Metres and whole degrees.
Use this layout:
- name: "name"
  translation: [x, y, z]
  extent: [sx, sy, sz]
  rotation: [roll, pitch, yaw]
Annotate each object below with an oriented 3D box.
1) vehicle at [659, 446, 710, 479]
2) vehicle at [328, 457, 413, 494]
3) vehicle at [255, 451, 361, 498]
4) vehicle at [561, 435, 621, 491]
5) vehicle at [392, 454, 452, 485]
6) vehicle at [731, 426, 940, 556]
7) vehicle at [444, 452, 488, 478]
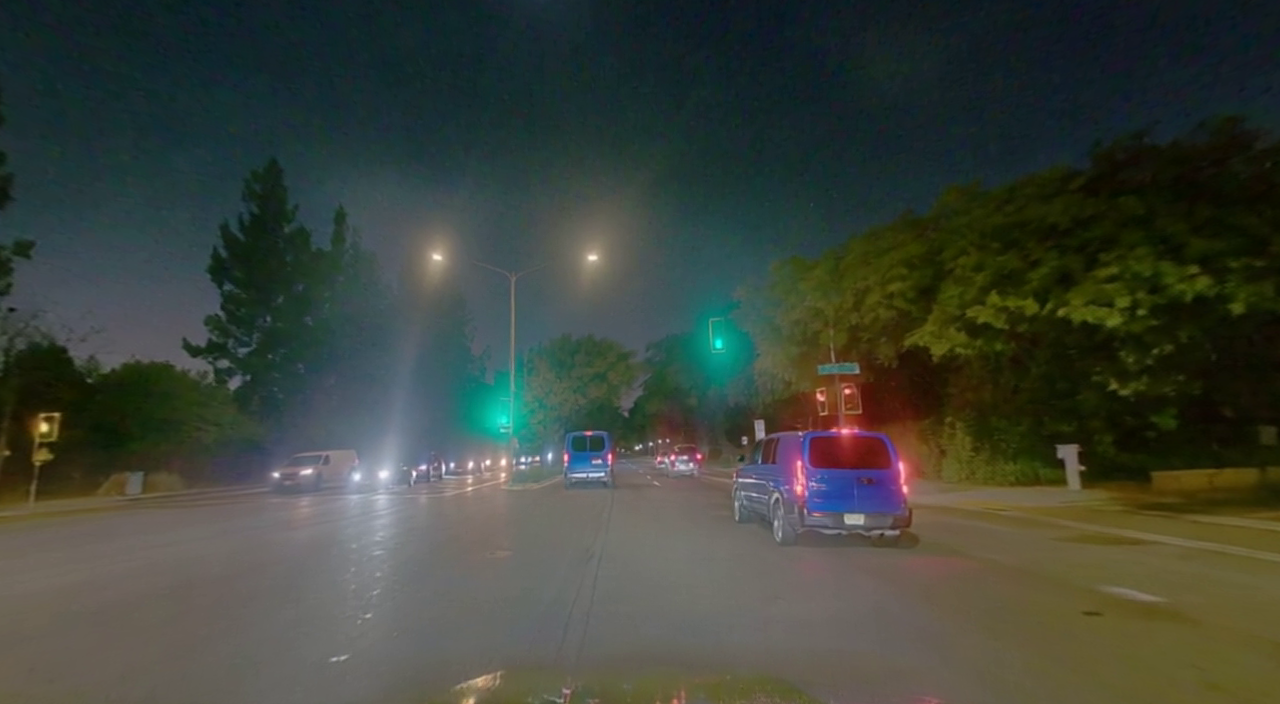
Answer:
- name: "vehicle"
  translation: [2.332, 5.935, 34.268]
  extent: [2.248, 1.692, 4.252]
  rotation: [0, -9, -3]
- name: "vehicle"
  translation: [-12.206, 5.598, 28.986]
  extent: [2.128, 1.496, 4.432]
  rotation: [0, -9, -3]
- name: "vehicle"
  translation: [-16.018, 5.879, 30.924]
  extent: [2.299, 2.015, 5.743]
  rotation: [0, -9, -3]
- name: "vehicle"
  translation: [-1.951, 4.483, 25.900]
  extent: [2.228, 2.054, 4.309]
  rotation: [0, -9, -3]
- name: "vehicle"
  translation: [-12.310, 6.621, 35.929]
  extent: [1.956, 1.625, 4.123]
  rotation: [0, -9, -1]
- name: "vehicle"
  translation: [2.868, 2.135, 10.416]
  extent: [1.965, 1.671, 4.146]
  rotation: [0, -9, -2]
- name: "vehicle"
  translation: [-12.232, 7.963, 44.707]
  extent: [1.988, 1.689, 4.047]
  rotation: [0, -9, 0]
